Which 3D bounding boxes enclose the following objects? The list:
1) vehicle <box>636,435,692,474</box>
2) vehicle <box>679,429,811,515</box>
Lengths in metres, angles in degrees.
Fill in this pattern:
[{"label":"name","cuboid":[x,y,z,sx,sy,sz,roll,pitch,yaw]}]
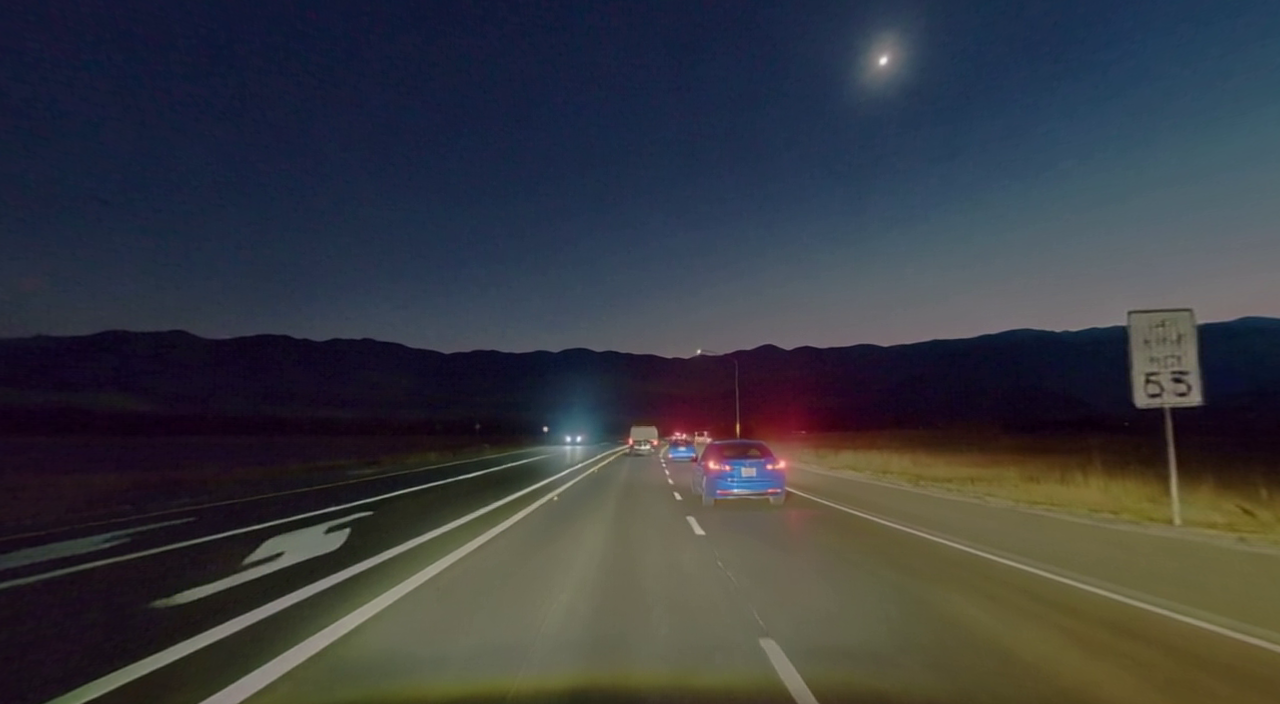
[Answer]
[{"label":"vehicle","cuboid":[0.946,4.400,27.251,2.026,1.531,4.273,0,-8,-3]},{"label":"vehicle","cuboid":[2.036,2.469,13.469,2.007,1.534,3.976,0,-8,-2]}]
